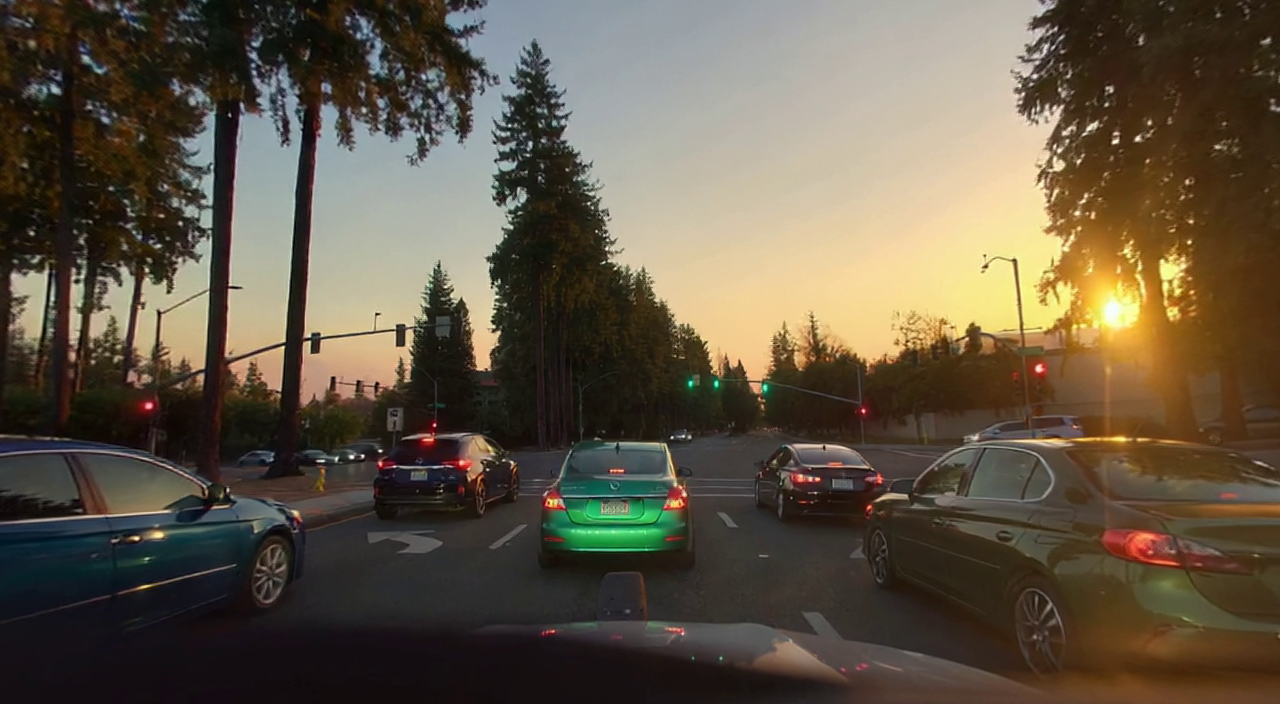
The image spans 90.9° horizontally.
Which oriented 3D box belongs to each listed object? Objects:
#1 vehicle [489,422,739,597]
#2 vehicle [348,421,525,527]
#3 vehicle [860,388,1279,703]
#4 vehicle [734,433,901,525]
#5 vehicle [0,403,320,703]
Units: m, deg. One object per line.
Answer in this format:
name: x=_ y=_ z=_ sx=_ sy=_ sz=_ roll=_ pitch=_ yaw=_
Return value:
vehicle: x=-0.257 y=1.641 z=7.404 sx=2.147 sy=1.479 sz=3.803 roll=0 pitch=-8 yaw=-1
vehicle: x=-3.729 y=2.312 z=12.492 sx=1.961 sy=1.714 sz=4.268 roll=0 pitch=-8 yaw=2
vehicle: x=3.134 y=1.149 z=4.058 sx=1.903 sy=1.480 sz=4.270 roll=0 pitch=-8 yaw=0
vehicle: x=3.180 y=2.334 z=12.330 sx=1.975 sy=1.460 sz=4.357 roll=0 pitch=-8 yaw=0
vehicle: x=-3.639 y=1.020 z=3.003 sx=1.935 sy=1.482 sz=4.433 roll=0 pitch=-8 yaw=-1
